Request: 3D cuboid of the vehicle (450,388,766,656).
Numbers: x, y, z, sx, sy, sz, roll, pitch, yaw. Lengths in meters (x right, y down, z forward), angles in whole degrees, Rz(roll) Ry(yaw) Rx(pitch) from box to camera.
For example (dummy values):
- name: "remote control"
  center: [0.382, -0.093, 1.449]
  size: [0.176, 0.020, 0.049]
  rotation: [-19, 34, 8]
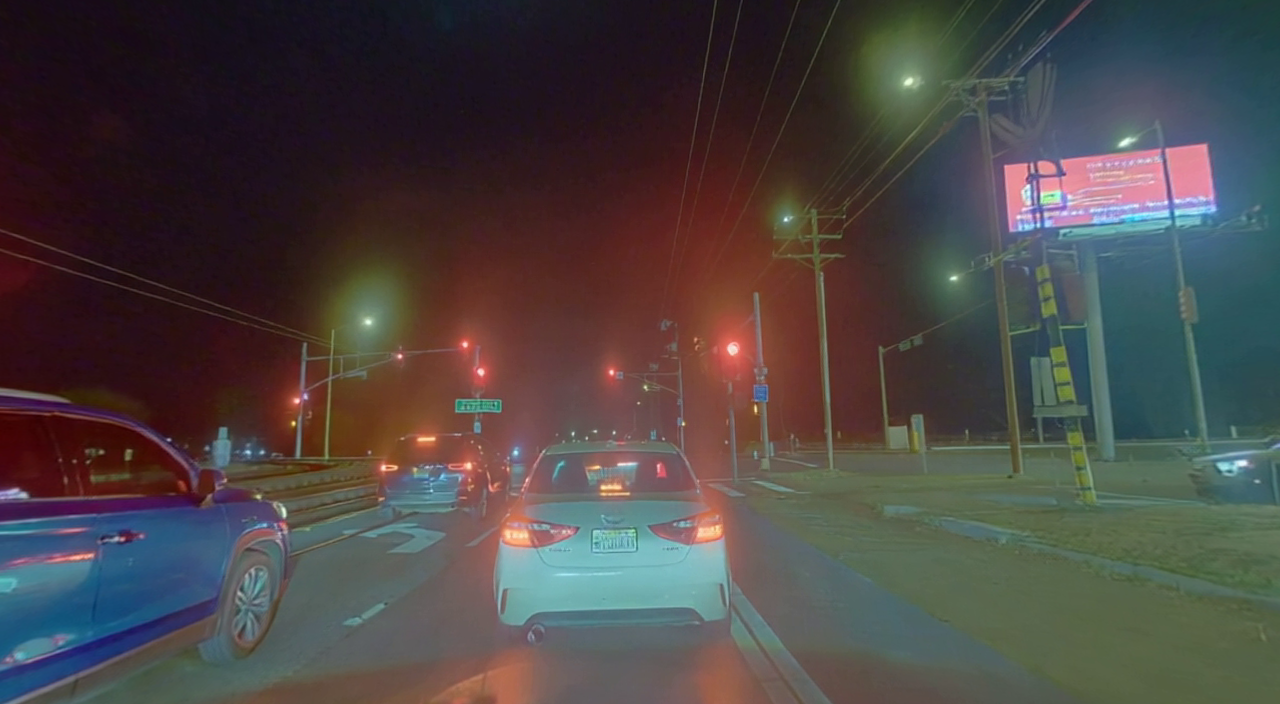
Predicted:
- name: "vehicle"
  center: [-0.203, 1.375, 5.985]
  size: [2.025, 1.723, 3.644]
  rotation: [0, -9, 0]

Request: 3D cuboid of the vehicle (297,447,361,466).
- name: "vehicle"
  center: [-24.186, 8.093, 49.076]
  size: [4.357, 1.444, 1.842]
  rotation: [-3, -9, 19]

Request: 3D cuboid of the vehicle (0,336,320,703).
- name: "vehicle"
  center: [-3.926, 0.877, 3.056]
  size: [2.052, 1.814, 5.184]
  rotation: [0, -9, -1]

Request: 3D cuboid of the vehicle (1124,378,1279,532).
- name: "vehicle"
  center: [9.610, 1.317, 8.194]
  size: [5.060, 1.702, 2.033]
  rotation: [1, -9, -4]

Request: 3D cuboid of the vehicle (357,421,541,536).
- name: "vehicle"
  center: [-3.151, 2.185, 11.506]
  size: [1.988, 1.678, 4.317]
  rotation: [0, -9, 0]
